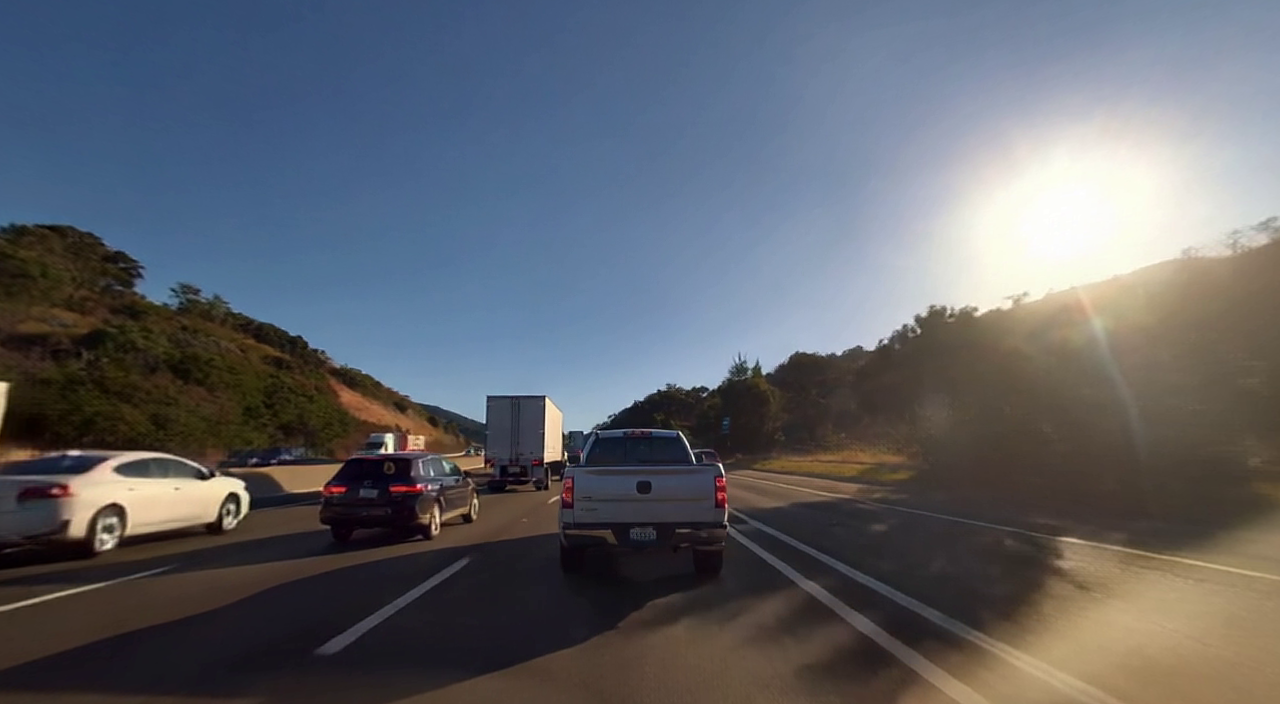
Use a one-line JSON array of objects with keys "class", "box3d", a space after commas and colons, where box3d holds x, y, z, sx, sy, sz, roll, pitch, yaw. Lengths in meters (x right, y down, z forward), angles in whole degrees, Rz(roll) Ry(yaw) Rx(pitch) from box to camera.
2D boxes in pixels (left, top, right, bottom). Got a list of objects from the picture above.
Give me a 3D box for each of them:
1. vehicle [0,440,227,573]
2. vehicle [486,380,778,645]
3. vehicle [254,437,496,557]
[{"class": "vehicle", "box3d": [-8.097, 1.968, 8.564, 1.874, 1.470, 4.576, 0, -9, 0]}, {"class": "vehicle", "box3d": [-0.081, 1.358, 6.106, 1.995, 1.798, 3.380, 0, -9, -1]}, {"class": "vehicle", "box3d": [-3.909, 2.207, 10.345, 1.986, 1.501, 4.407, -1, -9, 1]}]
